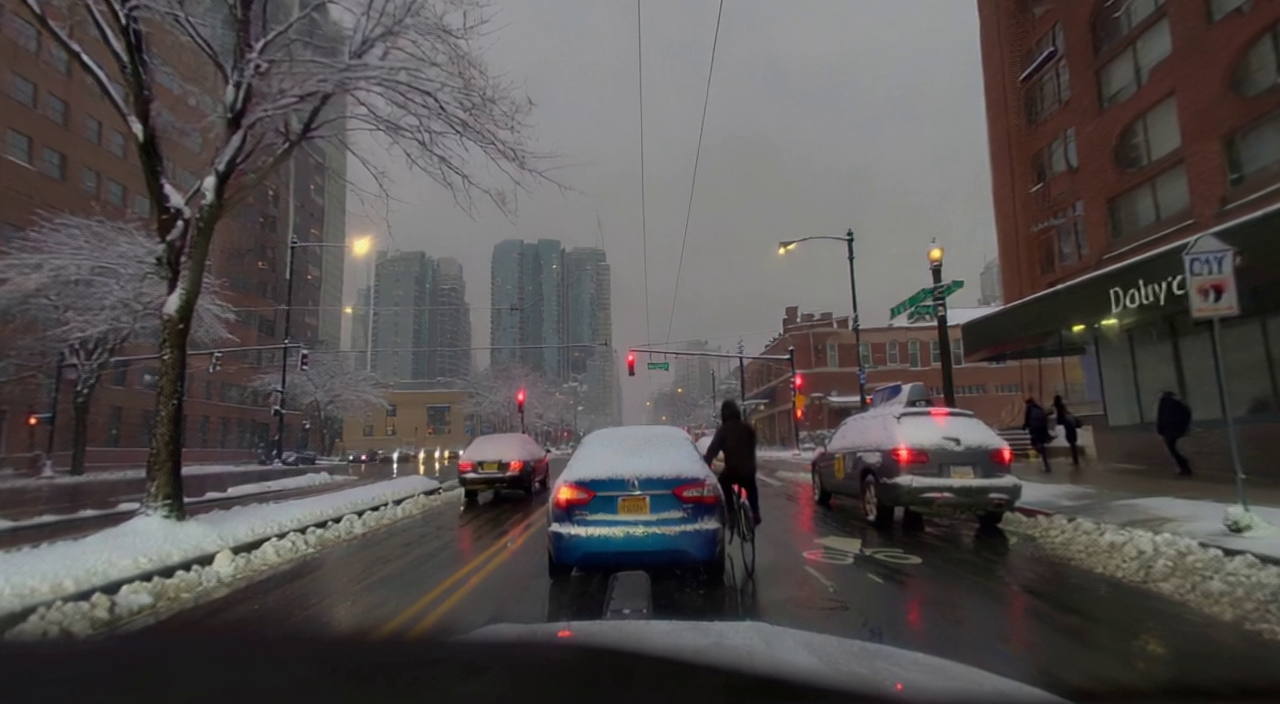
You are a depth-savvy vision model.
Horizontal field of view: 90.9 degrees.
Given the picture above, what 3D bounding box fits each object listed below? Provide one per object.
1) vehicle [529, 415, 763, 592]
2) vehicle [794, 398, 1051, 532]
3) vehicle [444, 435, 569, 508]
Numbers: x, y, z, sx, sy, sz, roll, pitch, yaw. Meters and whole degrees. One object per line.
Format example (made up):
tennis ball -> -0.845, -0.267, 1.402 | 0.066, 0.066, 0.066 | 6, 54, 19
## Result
vehicle -> 0.035, 1.658, 7.718 | 2.091, 1.557, 4.000 | 0, -9, 0
vehicle -> 4.500, 1.915, 11.141 | 2.142, 1.829, 4.767 | 0, -9, -2
vehicle -> -2.975, 2.787, 15.172 | 2.039, 1.452, 4.489 | 0, -9, 0
